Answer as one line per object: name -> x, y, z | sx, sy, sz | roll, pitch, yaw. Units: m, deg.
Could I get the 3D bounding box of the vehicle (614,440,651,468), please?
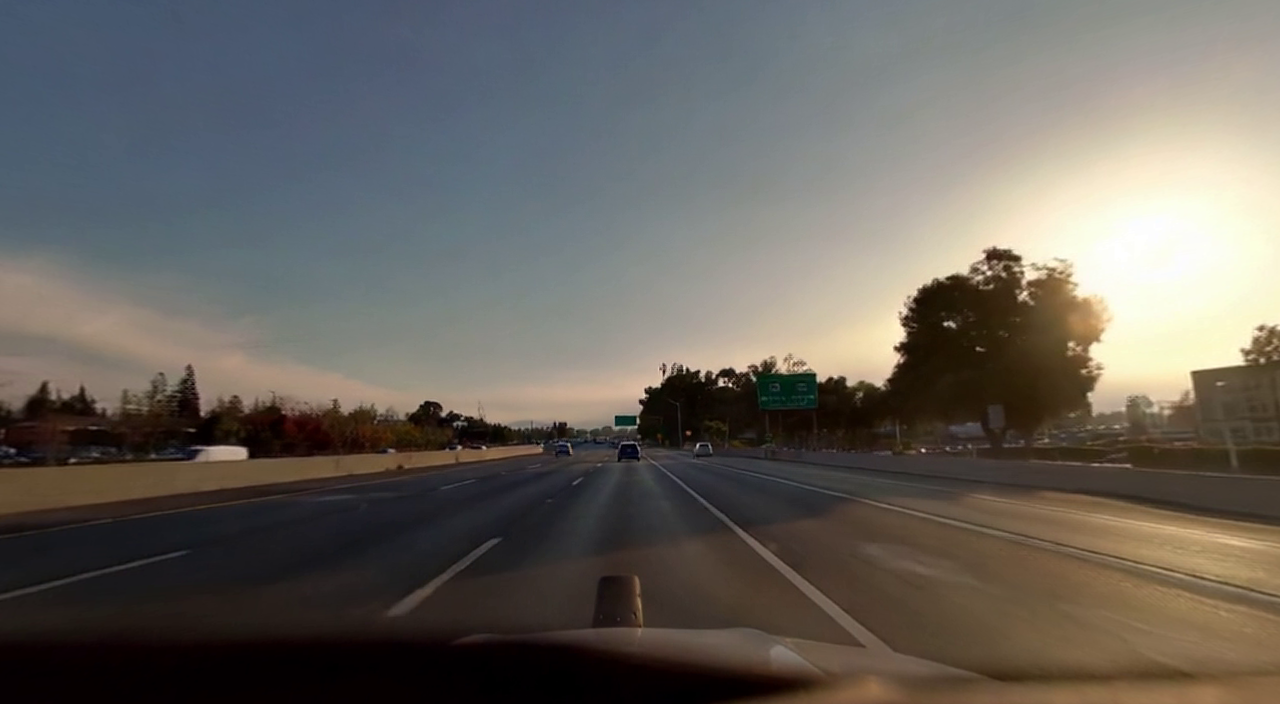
vehicle -> -0.464, 5.774, 36.108 | 2.012, 1.471, 4.059 | 0, -8, -1

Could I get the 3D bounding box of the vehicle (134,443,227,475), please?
vehicle -> -25.240, 5.883, 34.947 | 1.884, 1.608, 4.427 | 0, -8, -1
